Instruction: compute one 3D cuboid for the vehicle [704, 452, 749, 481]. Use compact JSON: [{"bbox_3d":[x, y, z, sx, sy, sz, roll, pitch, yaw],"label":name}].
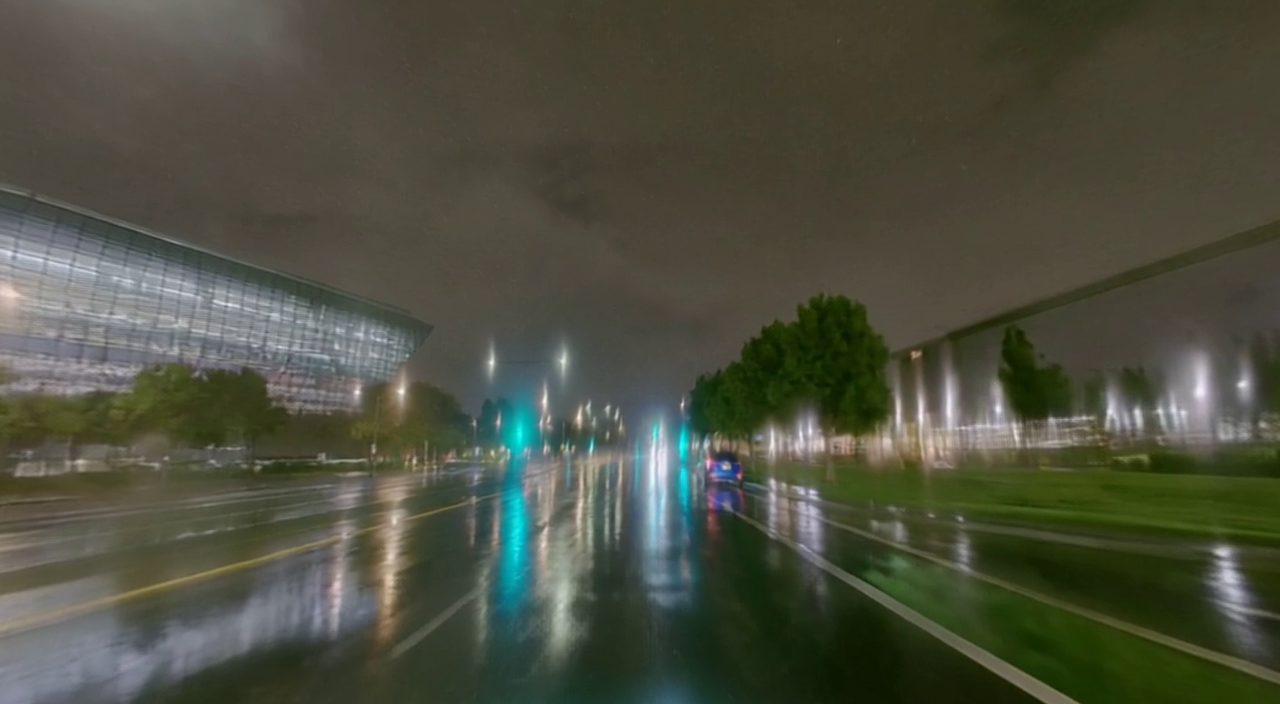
[{"bbox_3d":[4.856,6.504,36.072,1.909,1.503,4.368,0,-8,0],"label":"vehicle"}]
